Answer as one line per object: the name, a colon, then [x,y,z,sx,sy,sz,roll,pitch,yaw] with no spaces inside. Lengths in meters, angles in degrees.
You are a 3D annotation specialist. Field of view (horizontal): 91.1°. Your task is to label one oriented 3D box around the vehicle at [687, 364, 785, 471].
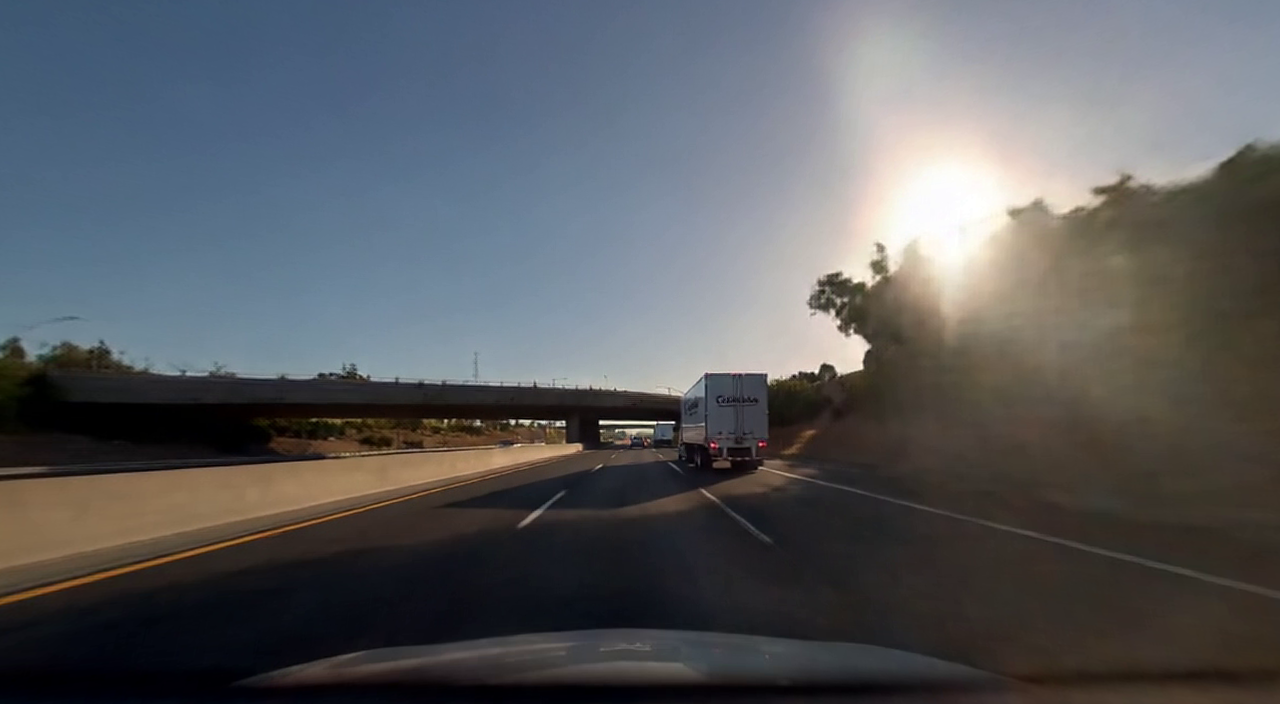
vehicle: [3.882,3.036,27.679,2.840,3.947,8.920,0,-8,0]
